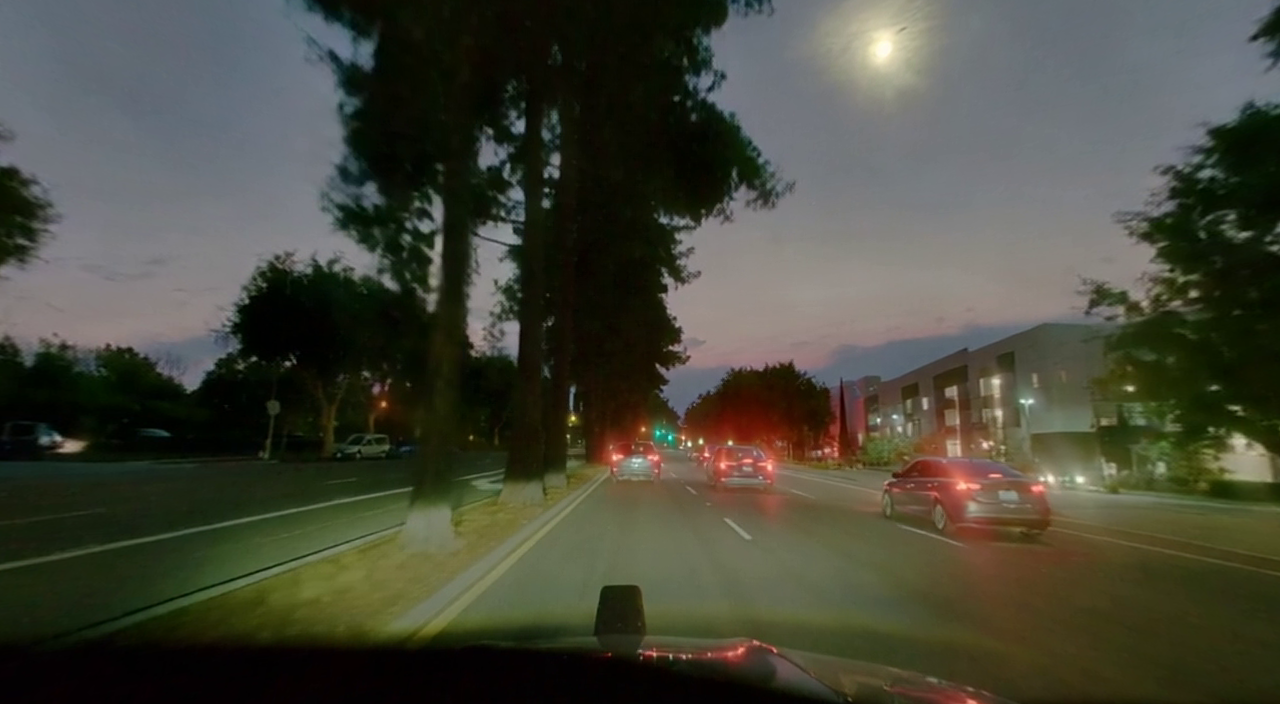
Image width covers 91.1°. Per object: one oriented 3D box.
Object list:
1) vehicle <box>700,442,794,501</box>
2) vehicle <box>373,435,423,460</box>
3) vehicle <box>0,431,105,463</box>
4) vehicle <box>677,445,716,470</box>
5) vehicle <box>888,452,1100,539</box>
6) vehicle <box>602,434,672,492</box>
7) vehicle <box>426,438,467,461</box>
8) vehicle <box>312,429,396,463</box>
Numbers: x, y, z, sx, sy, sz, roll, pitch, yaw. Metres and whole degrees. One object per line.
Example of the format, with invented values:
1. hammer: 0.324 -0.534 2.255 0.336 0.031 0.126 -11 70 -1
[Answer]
1. vehicle: 2.960 3.391 18.333 1.932 1.510 4.168 0 -8 -1
2. vehicle: -18.505 7.320 48.206 1.915 1.824 4.760 0 -8 1
3. vehicle: -28.700 4.566 30.285 1.867 1.420 4.409 0 -8 -1
4. vehicle: 3.566 6.705 40.126 2.012 1.462 4.163 0 -8 -1
5. vehicle: 7.096 2.872 13.237 1.944 1.458 4.268 0 -8 -1
6. vehicle: -0.080 3.535 20.382 2.008 1.674 4.239 0 -8 0
7. vehicle: -15.002 7.519 48.491 2.161 1.642 4.587 4 -9 -26
8. vehicle: -18.675 6.219 41.498 2.226 2.019 6.809 0 -8 1
